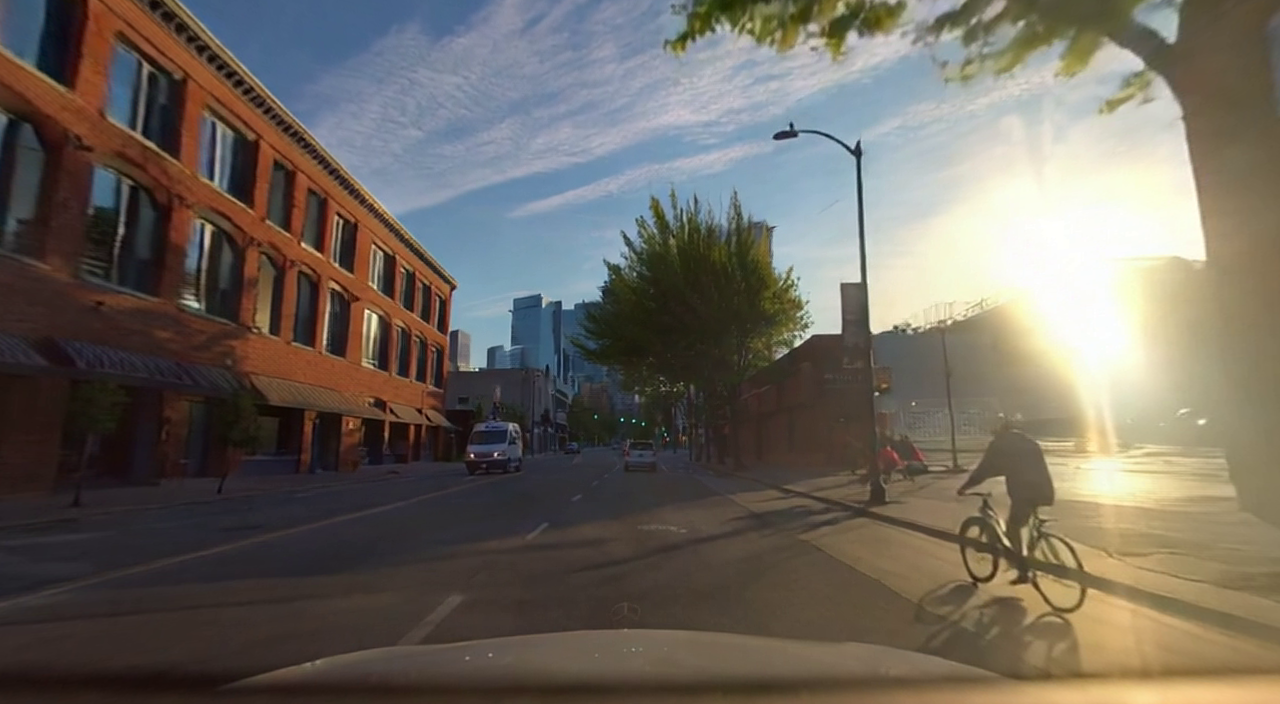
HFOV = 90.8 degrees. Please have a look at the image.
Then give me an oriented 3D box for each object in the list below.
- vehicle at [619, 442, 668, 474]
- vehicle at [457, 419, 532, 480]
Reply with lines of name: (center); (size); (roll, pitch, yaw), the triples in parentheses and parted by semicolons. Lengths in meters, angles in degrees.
vehicle: (0.192, 5.563, 33.365); (2.356, 1.572, 4.810); (0, -8, 1)
vehicle: (-6.833, 4.644, 30.456); (2.418, 2.620, 5.522); (-1, -8, -1)
